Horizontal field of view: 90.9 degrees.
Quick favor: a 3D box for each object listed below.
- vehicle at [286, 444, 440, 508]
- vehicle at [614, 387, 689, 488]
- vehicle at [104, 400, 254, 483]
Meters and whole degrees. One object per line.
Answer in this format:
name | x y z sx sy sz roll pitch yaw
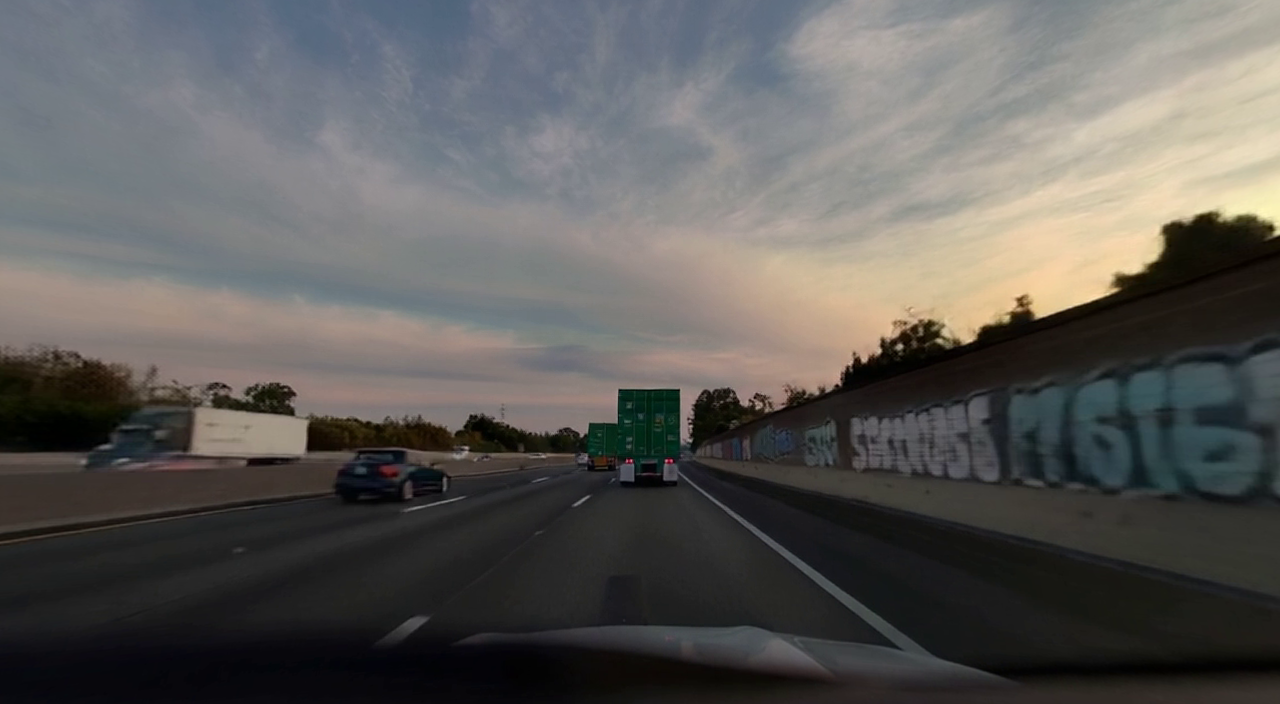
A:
vehicle | -7.447 3.373 17.630 1.998 1.529 4.850 0 -9 1
vehicle | 0.489 4.292 30.911 2.997 4.069 10.871 0 -9 0
vehicle | -23.849 4.738 33.117 2.940 3.893 6.068 0 -9 2
